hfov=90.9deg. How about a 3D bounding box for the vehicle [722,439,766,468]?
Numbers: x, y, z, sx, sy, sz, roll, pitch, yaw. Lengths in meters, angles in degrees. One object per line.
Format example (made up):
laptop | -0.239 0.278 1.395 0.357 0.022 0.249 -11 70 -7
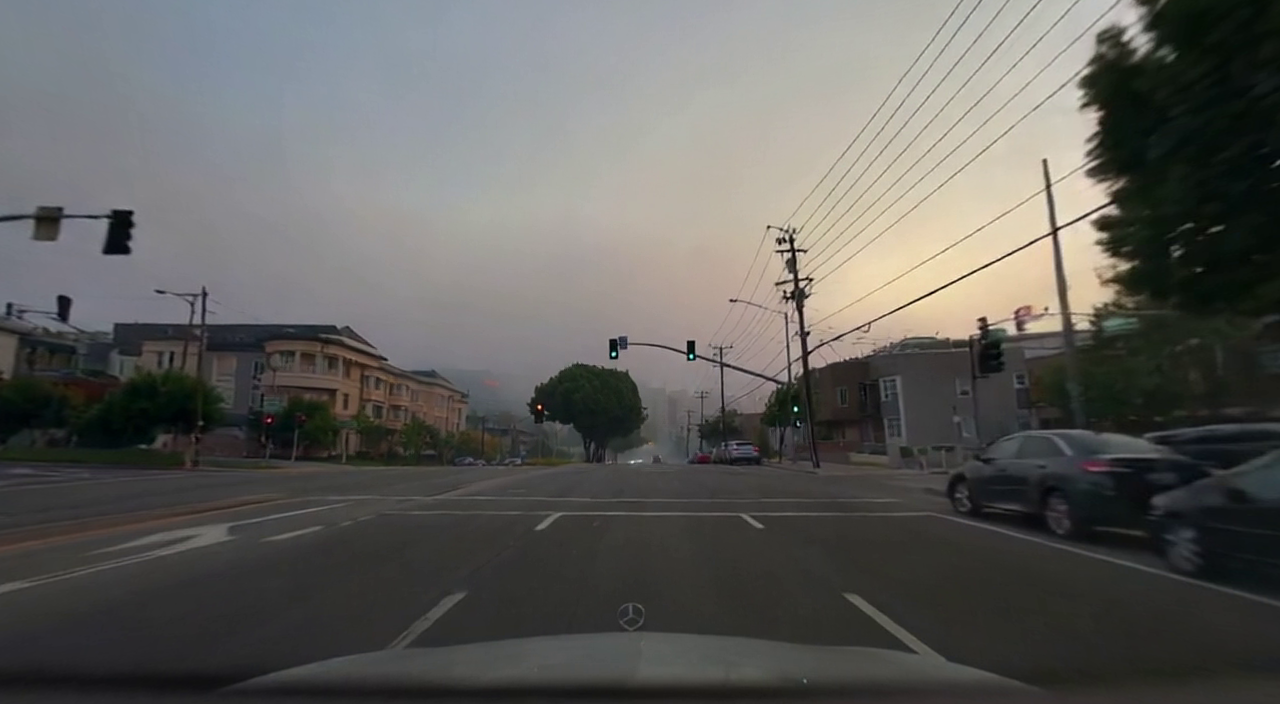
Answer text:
vehicle | 7.100 6.990 43.668 2.148 1.904 4.910 0 -8 -1

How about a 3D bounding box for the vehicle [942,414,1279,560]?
vehicle | 6.863 1.969 9.972 1.988 1.740 4.498 0 -8 1
